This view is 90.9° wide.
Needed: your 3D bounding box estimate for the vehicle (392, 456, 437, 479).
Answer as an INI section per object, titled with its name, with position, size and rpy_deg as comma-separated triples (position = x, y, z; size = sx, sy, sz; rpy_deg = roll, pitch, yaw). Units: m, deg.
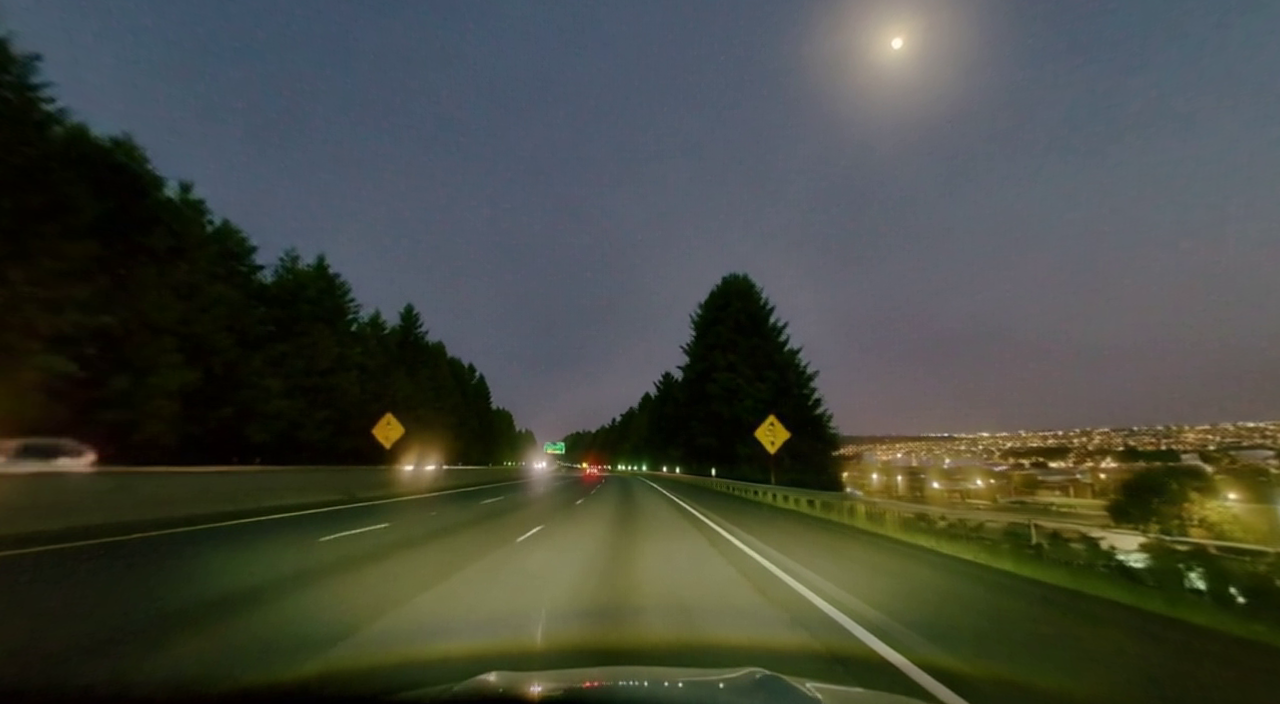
[vehicle]
position = -17.205, 8.844, 48.207
size = 1.970, 1.612, 3.987
rpy_deg = 1, -11, -1
